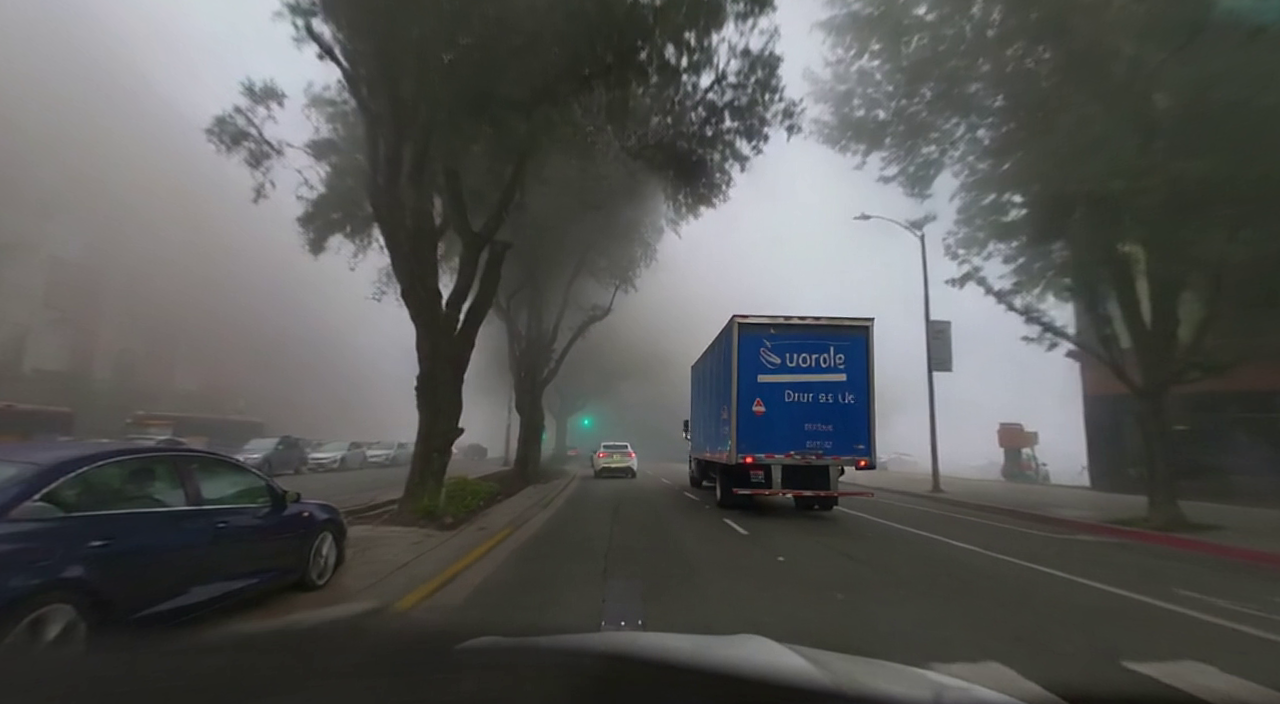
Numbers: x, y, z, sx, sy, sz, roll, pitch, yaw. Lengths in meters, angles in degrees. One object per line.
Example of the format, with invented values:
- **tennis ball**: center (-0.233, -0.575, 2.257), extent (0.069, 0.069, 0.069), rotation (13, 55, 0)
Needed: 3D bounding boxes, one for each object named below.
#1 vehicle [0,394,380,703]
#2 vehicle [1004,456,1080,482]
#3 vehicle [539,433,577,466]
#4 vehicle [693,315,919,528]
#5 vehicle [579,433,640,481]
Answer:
- **vehicle**: center (-3.678, 1.193, 4.351), extent (1.828, 1.515, 4.422), rotation (0, -9, 0)
- **vehicle**: center (24.973, 7.234, 39.016), extent (4.391, 1.492, 1.972), rotation (5, -10, -28)
- **vehicle**: center (-5.757, 6.938, 44.920), extent (2.269, 2.181, 5.787), rotation (1, -9, -4)
- **vehicle**: center (3.174, 1.774, 14.972), extent (2.905, 3.644, 8.441), rotation (0, -9, -1)
- **vehicle**: center (-1.314, 4.406, 26.596), extent (2.388, 1.811, 4.455), rotation (1, -9, -4)
